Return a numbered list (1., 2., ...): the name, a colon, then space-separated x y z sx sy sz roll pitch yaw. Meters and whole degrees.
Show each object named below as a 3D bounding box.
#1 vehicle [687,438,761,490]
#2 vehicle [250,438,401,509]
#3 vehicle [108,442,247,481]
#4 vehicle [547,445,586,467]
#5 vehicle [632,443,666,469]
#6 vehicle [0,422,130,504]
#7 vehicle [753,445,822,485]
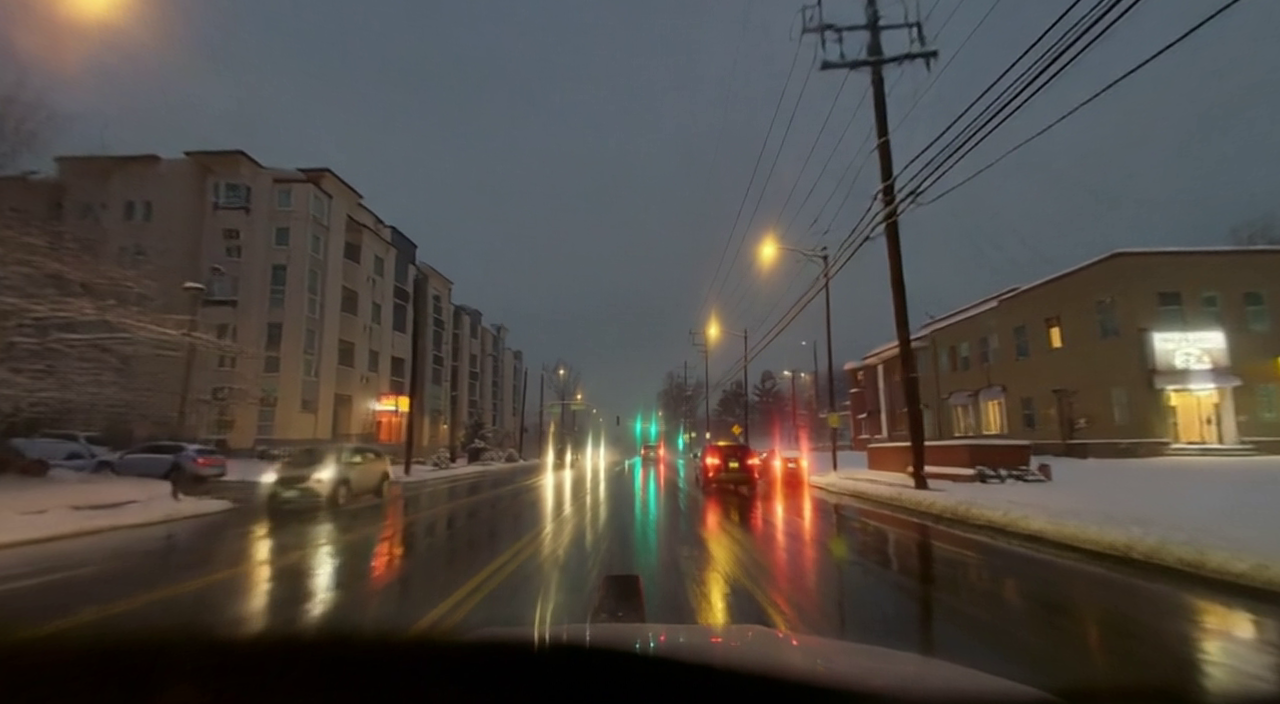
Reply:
1. vehicle: 2.847 3.870 22.324 1.945 1.647 4.160 0 -8 -1
2. vehicle: -8.924 3.437 18.468 2.000 1.796 4.529 0 -8 1
3. vehicle: -18.532 4.376 25.454 4.182 1.486 1.808 0 -8 1
4. vehicle: -5.169 7.367 44.985 2.033 1.495 4.216 0 -8 3
5. vehicle: 0.580 6.430 39.405 1.999 1.487 3.939 0 -8 2
6. vehicle: -17.014 2.883 16.724 4.953 1.934 2.520 0 -9 6
7. vehicle: 6.168 4.756 26.960 1.914 1.513 4.474 0 -8 1
